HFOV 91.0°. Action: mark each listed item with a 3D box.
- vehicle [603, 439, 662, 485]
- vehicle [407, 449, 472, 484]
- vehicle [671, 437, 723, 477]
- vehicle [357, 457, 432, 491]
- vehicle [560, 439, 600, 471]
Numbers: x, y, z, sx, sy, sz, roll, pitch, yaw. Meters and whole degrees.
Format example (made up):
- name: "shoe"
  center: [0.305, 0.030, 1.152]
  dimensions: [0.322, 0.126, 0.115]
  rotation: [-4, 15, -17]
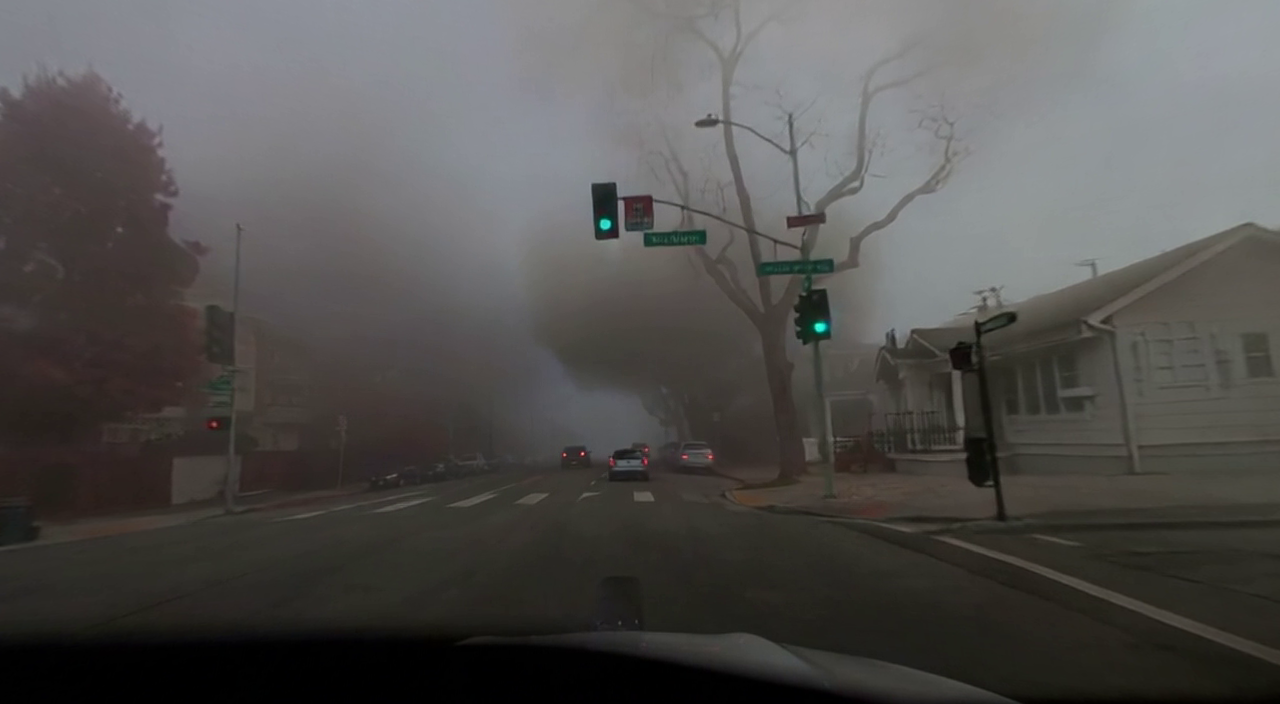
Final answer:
- name: "vehicle"
  center: [-0.297, 4.035, 23.393]
  dimensions: [1.998, 1.518, 4.015]
  rotation: [0, -8, -1]
- name: "vehicle"
  center: [-12.258, 6.995, 38.910]
  dimensions: [2.109, 1.941, 6.025]
  rotation: [0, -8, -1]
- name: "vehicle"
  center: [2.602, 4.919, 29.775]
  dimensions: [1.969, 1.725, 4.387]
  rotation: [0, -8, -1]
- name: "vehicle"
  center: [-12.138, 6.042, 31.401]
  dimensions: [1.913, 1.475, 4.372]
  rotation: [0, -8, 1]
- name: "vehicle"
  center: [-3.610, 6.265, 38.362]
  dimensions: [1.983, 1.841, 4.013]
  rotation: [0, -8, 1]
